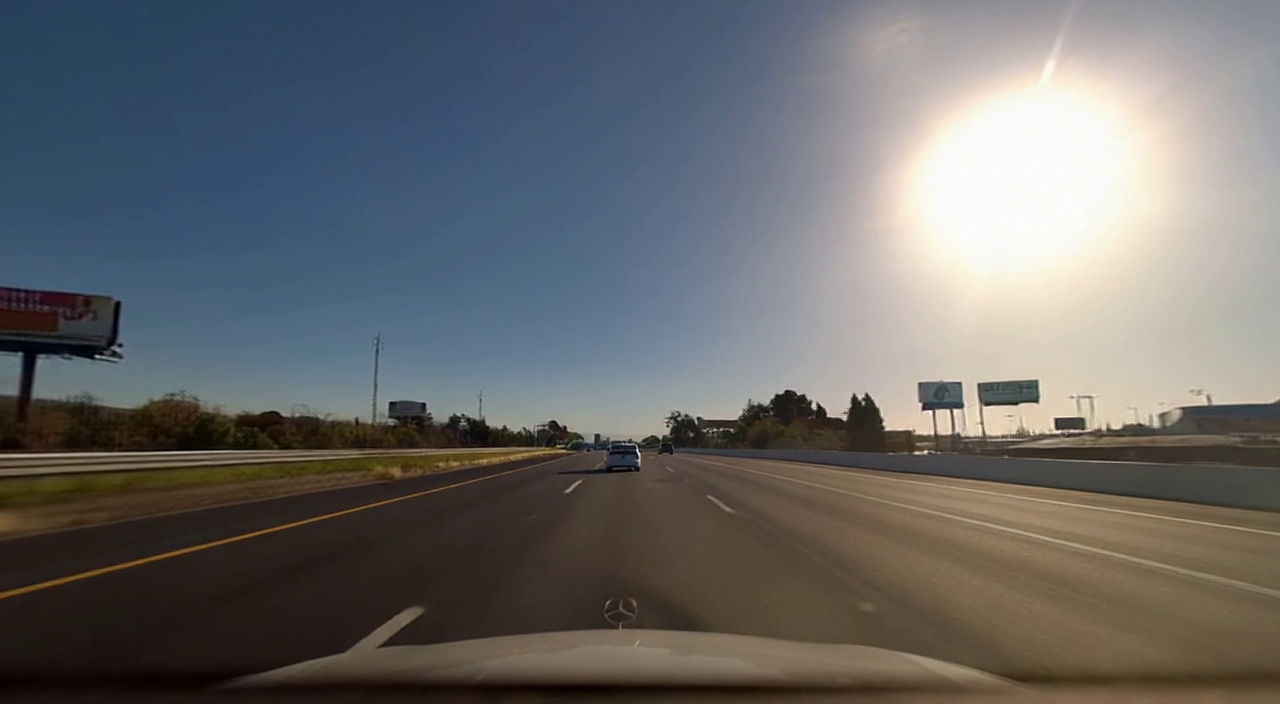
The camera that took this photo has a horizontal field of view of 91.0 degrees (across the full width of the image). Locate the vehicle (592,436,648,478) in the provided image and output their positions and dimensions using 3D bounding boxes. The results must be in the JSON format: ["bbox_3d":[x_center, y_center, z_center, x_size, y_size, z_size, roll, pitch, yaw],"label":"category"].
[{"bbox_3d":[-0.787,4.307,25.973,2.147,1.576,3.964,0,-8,-1],"label":"vehicle"}]
